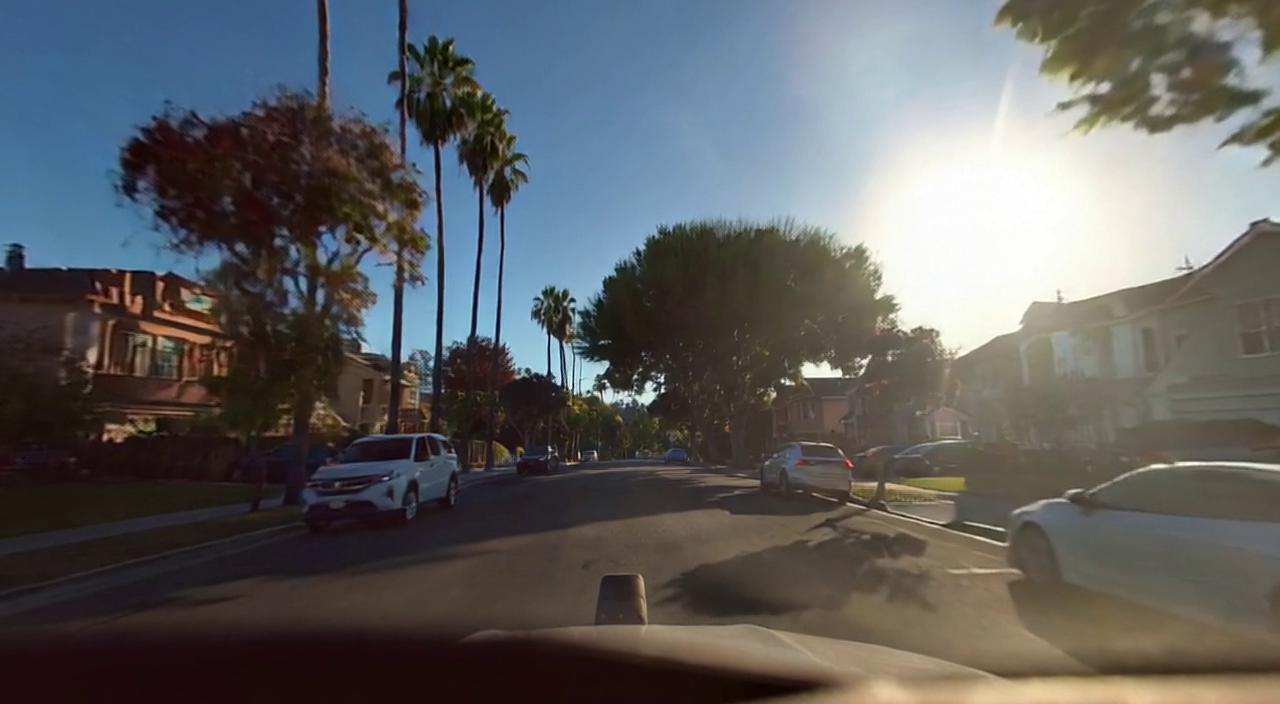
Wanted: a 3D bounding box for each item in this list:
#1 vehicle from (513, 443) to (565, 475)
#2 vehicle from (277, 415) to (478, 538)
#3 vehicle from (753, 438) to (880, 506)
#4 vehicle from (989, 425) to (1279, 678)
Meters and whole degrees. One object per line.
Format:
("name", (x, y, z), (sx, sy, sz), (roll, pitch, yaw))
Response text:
("vehicle", (-5.508, 5.902, 35.080), (2.079, 1.486, 4.877), (-3, -8, -1))
("vehicle", (-4.861, 2.371, 12.737), (2.149, 1.877, 5.082), (-1, -9, -4))
("vehicle", (4.504, 3.117, 16.939), (1.991, 1.554, 4.501), (0, -9, -1))
("vehicle", (4.815, 1.389, 4.642), (2.056, 1.464, 4.493), (5, -9, 1))
